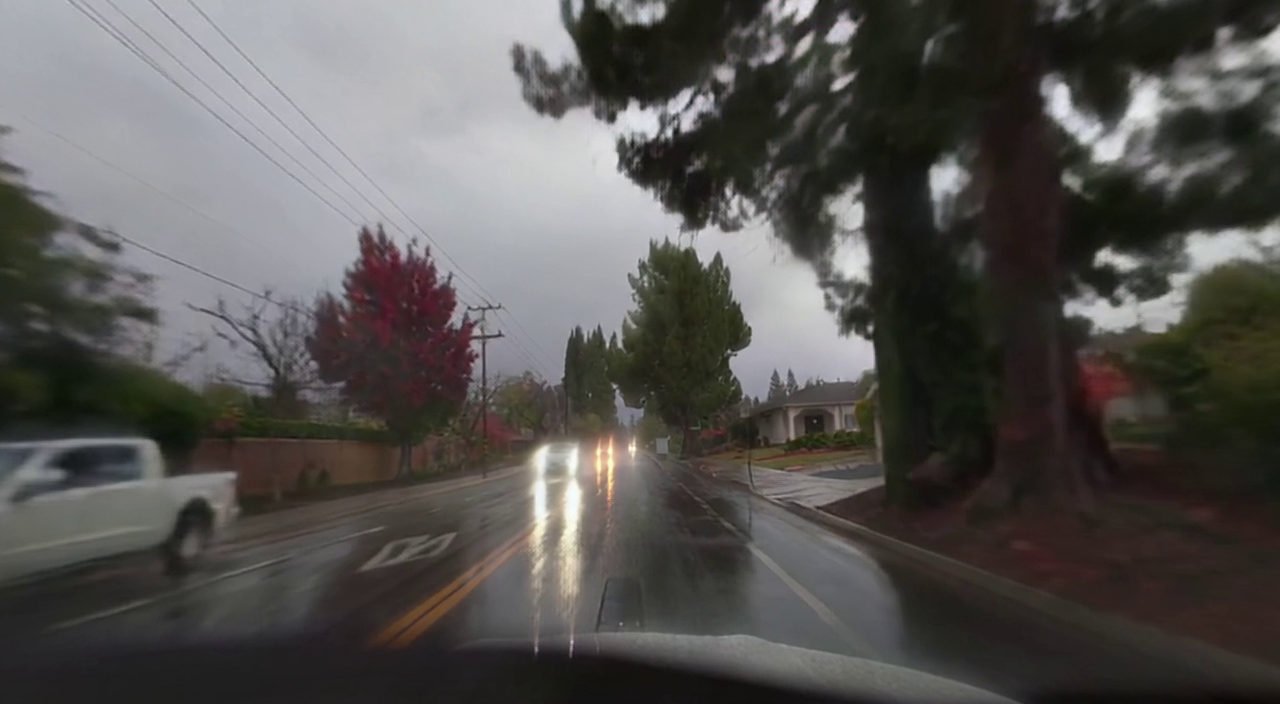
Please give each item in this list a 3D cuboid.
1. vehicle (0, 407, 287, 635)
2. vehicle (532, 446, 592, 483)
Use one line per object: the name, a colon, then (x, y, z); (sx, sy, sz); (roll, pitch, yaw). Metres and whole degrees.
vehicle: (-6.529, 1.817, 7.255); (2.176, 1.885, 5.174); (-4, -9, -2)
vehicle: (-3.427, 5.035, 28.611); (2.074, 1.527, 4.438); (-1, -9, 1)
